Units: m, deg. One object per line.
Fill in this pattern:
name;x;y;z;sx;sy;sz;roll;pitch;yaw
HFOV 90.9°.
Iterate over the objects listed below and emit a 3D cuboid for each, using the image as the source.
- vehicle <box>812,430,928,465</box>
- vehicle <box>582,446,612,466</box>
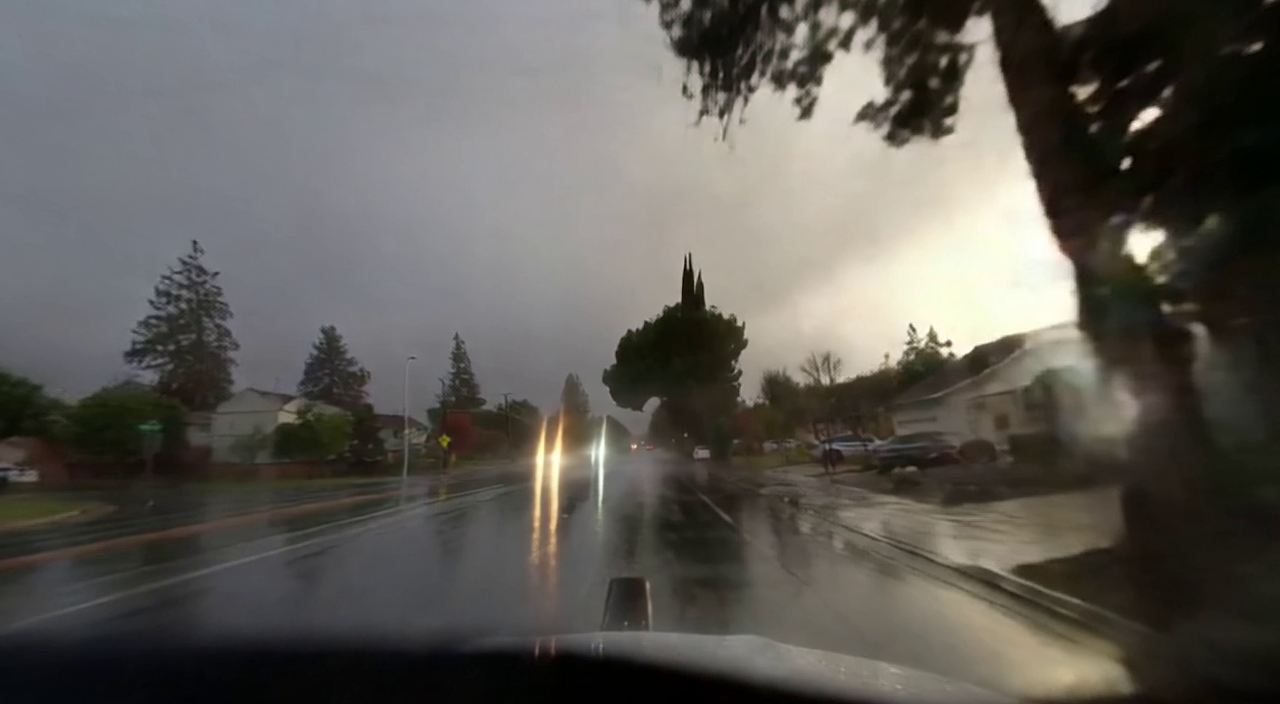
vehicle;10.574;4.440;29.233;4.606;1.525;1.932;0;-9;-1
vehicle;-3.218;7.886;47.988;1.973;1.400;3.915;0;-9;0
